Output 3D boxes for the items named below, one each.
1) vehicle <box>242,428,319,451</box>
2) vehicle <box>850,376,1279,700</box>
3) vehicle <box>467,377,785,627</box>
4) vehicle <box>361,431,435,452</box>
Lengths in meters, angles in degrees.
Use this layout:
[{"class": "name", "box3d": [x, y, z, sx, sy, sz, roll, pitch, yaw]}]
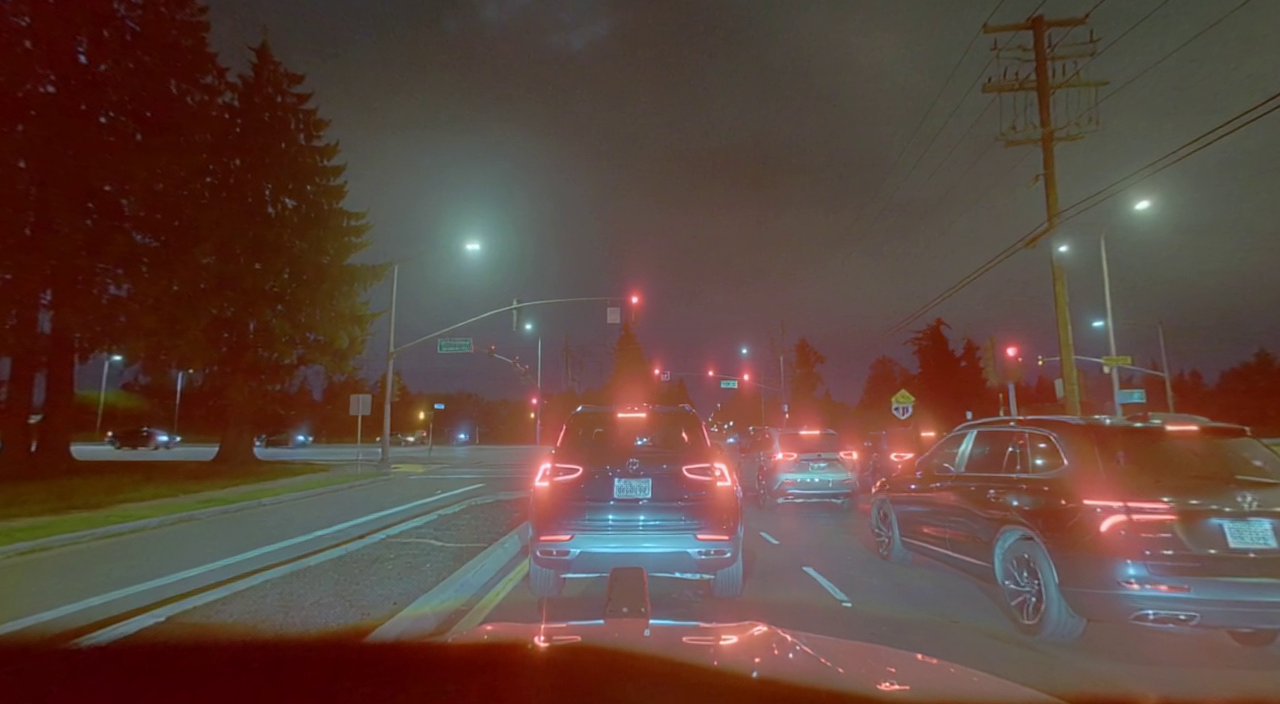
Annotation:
[{"class": "vehicle", "box3d": [-26.835, 6.535, 47.209, 4.587, 1.639, 1.878, 0, -8, 1]}, {"class": "vehicle", "box3d": [3.552, 1.287, 5.559, 1.948, 1.677, 4.437, 0, -8, 1]}, {"class": "vehicle", "box3d": [-0.150, 1.395, 6.831, 2.271, 1.786, 4.443, 0, -8, -1]}, {"class": "vehicle", "box3d": [-17.748, 6.561, 46.359, 4.607, 1.478, 1.995, 0, -8, 0]}]
